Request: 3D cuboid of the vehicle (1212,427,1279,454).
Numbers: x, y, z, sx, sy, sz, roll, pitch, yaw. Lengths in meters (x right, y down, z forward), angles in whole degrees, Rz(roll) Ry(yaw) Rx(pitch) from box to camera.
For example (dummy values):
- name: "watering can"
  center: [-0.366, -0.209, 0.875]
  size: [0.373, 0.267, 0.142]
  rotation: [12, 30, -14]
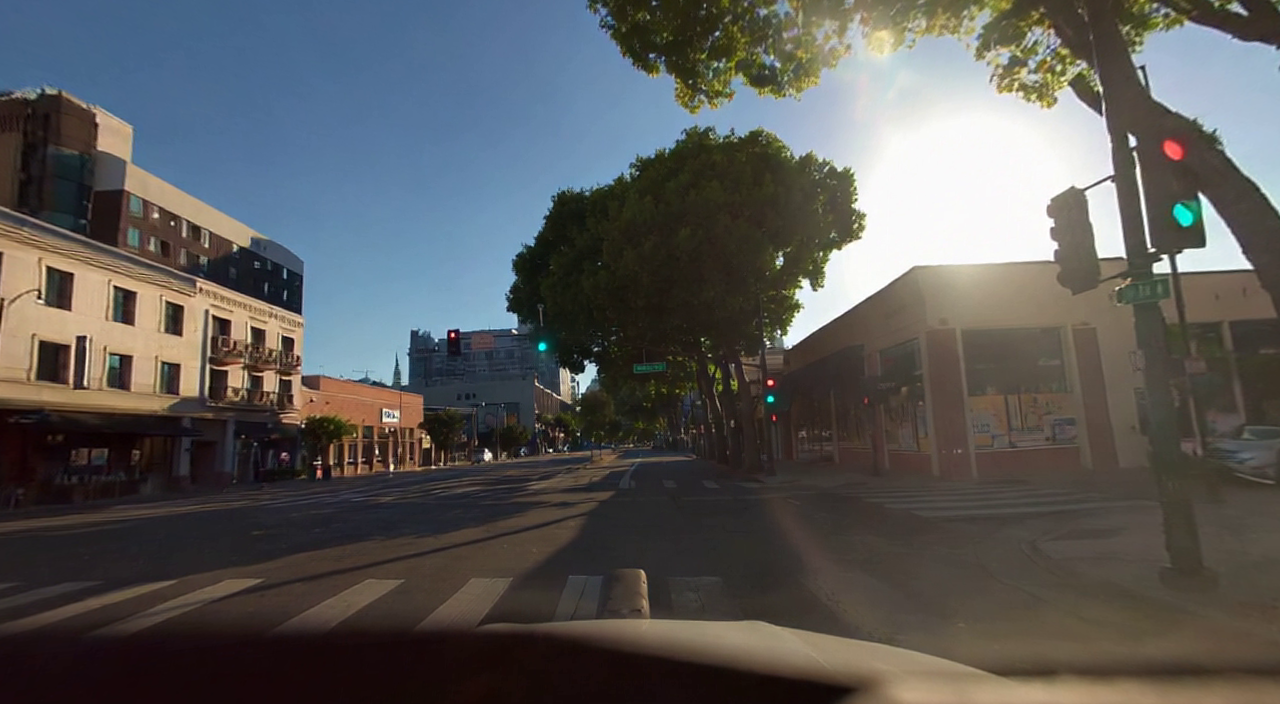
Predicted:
- name: "vehicle"
  center: [35.326, 4.972, 35.193]
  size: [4.493, 1.453, 1.849]
  rotation: [0, -9, 2]
